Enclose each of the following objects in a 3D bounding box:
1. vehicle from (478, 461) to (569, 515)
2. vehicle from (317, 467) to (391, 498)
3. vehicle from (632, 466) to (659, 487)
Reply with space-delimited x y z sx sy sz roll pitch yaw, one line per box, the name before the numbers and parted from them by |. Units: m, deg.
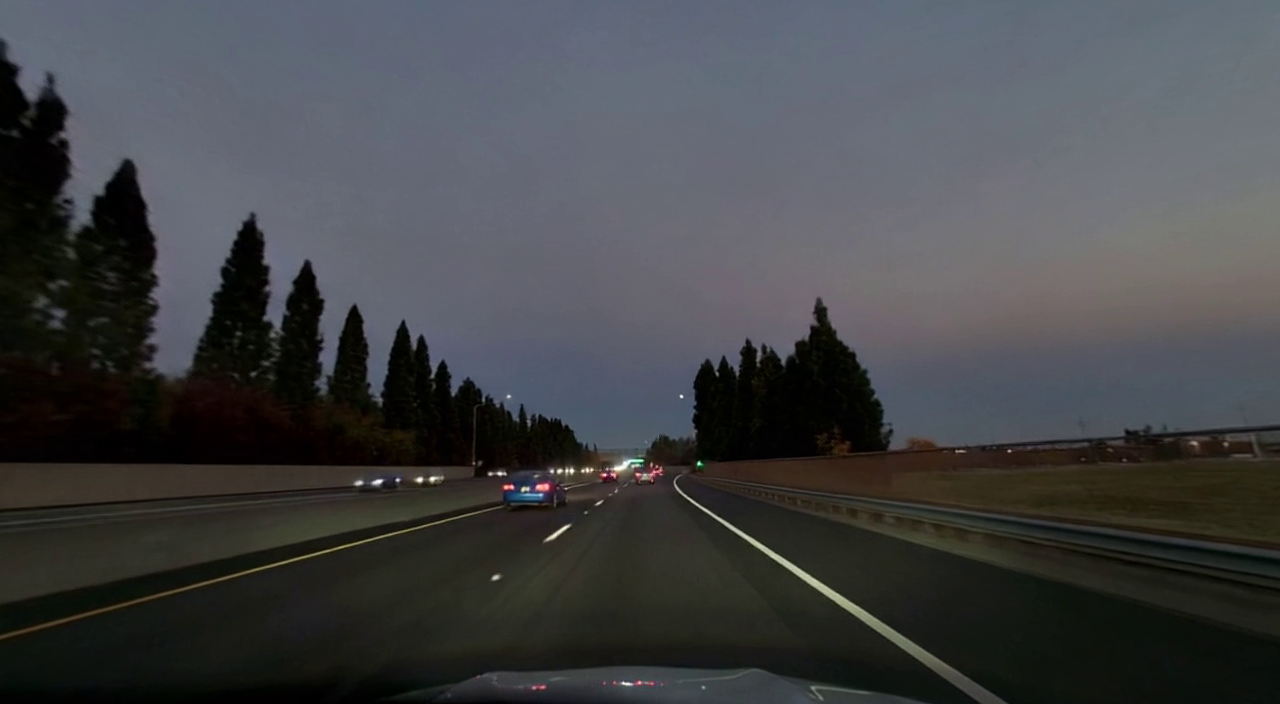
vehicle | -3.623 4.355 20.478 2.047 1.523 4.279 0 -11 1
vehicle | -15.856 7.256 35.246 1.906 1.521 4.727 1 -11 0
vehicle | 0.449 9.840 49.850 2.065 1.596 3.869 1 -11 1
